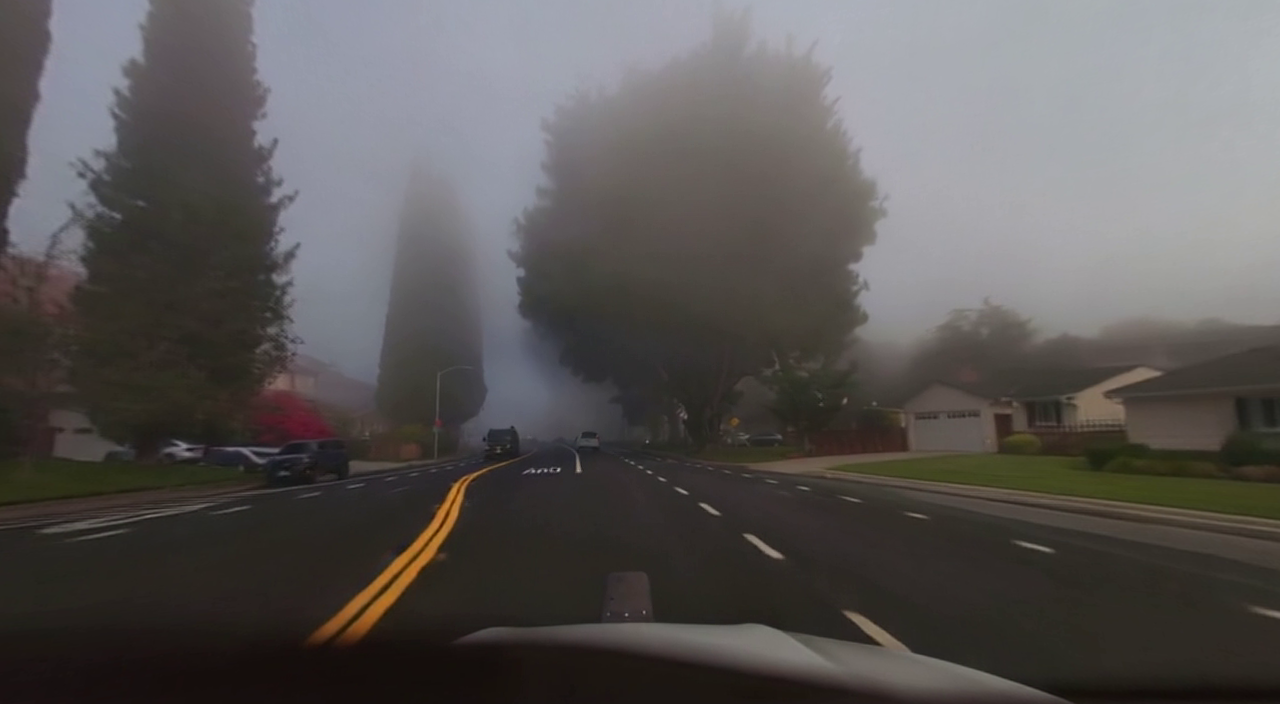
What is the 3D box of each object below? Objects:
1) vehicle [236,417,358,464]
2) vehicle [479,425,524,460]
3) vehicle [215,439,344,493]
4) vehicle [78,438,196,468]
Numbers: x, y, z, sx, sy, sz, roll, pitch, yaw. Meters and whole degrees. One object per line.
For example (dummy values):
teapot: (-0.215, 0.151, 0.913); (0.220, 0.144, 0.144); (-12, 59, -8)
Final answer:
vehicle: (-21.426, 5.533, 39.532); (6.474, 2.781, 2.364); (-1, -8, 9)
vehicle: (-8.693, 5.730, 40.005); (2.281, 2.069, 4.797); (1, -8, -7)
vehicle: (-12.348, 3.877, 21.952); (1.881, 1.655, 4.177); (-1, -8, 2)
vehicle: (-25.347, 5.093, 31.872); (4.450, 1.482, 1.948); (-1, -8, 5)
